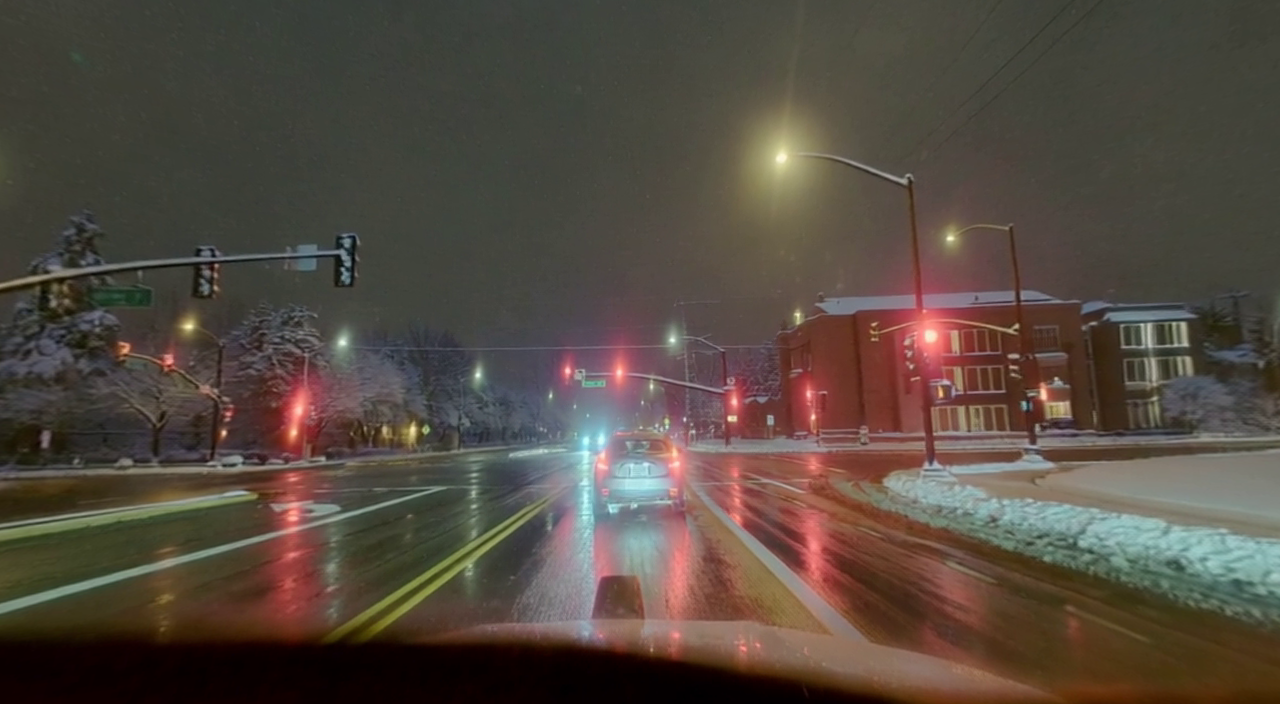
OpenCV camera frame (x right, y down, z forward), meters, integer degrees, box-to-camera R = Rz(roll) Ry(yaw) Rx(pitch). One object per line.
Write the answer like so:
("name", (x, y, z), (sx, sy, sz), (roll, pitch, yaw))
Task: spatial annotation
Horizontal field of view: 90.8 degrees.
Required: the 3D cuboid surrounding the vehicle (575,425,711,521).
("vehicle", (0.010, 2.178, 11.835), (2.107, 1.470, 3.974), (0, -9, -1))
